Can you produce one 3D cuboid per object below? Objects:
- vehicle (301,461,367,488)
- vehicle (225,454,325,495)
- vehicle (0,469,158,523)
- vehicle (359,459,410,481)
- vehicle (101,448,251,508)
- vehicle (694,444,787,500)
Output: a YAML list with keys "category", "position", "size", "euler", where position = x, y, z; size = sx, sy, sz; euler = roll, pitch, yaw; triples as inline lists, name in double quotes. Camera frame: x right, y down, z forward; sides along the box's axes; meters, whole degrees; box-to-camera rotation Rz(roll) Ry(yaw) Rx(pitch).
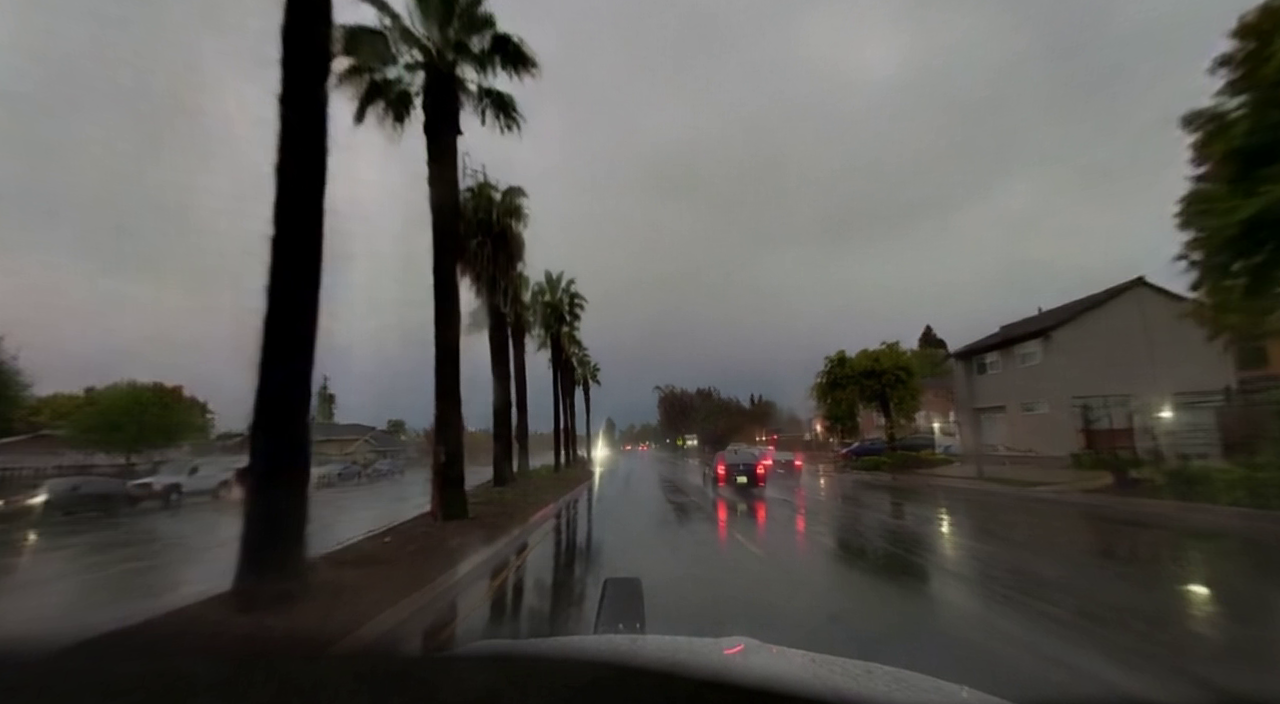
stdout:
- category: "vehicle"
  position: [-19.199, 7.661, 39.900]
  size: [1.836, 1.476, 4.950]
  euler: [0, -9, -1]
- category: "vehicle"
  position: [-19.226, 6.440, 33.634]
  size: [2.056, 1.946, 5.498]
  euler: [0, -9, -1]
- category: "vehicle"
  position: [-18.812, 4.728, 21.173]
  size: [1.828, 1.472, 4.464]
  euler: [0, -9, -1]
- category: "vehicle"
  position: [-19.253, 8.912, 47.838]
  size: [1.897, 1.482, 4.707]
  euler: [0, -9, 0]
- category: "vehicle"
  position: [-19.252, 5.186, 26.628]
  size: [2.344, 2.232, 5.170]
  euler: [0, -9, -1]
- category: "vehicle"
  position: [2.903, 3.595, 19.359]
  size: [1.989, 1.492, 4.689]
  euler: [0, -9, -1]
